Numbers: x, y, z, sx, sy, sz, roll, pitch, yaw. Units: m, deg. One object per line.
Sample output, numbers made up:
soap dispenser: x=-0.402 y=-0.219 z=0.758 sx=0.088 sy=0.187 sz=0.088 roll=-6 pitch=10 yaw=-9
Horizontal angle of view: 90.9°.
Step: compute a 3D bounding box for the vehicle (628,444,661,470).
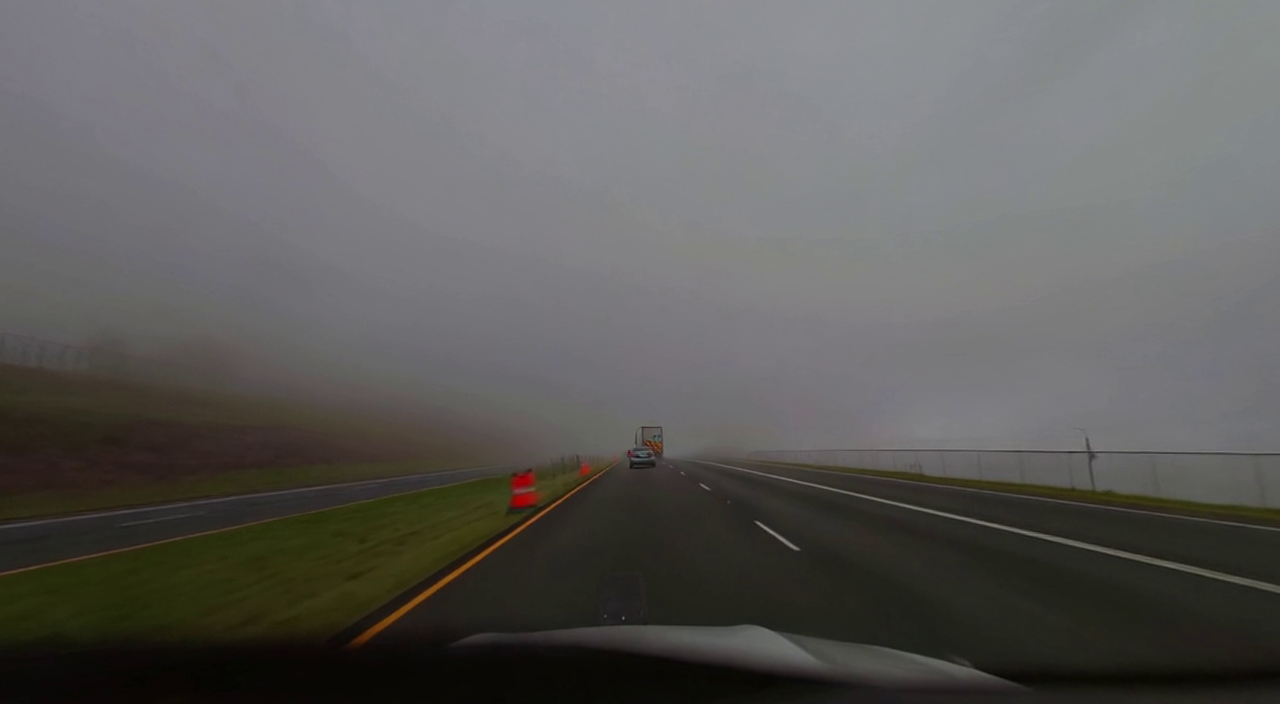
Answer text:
vehicle: x=0.250 y=6.902 z=41.500 sx=2.065 sy=1.573 sz=3.734 roll=0 pitch=-9 yaw=-1
